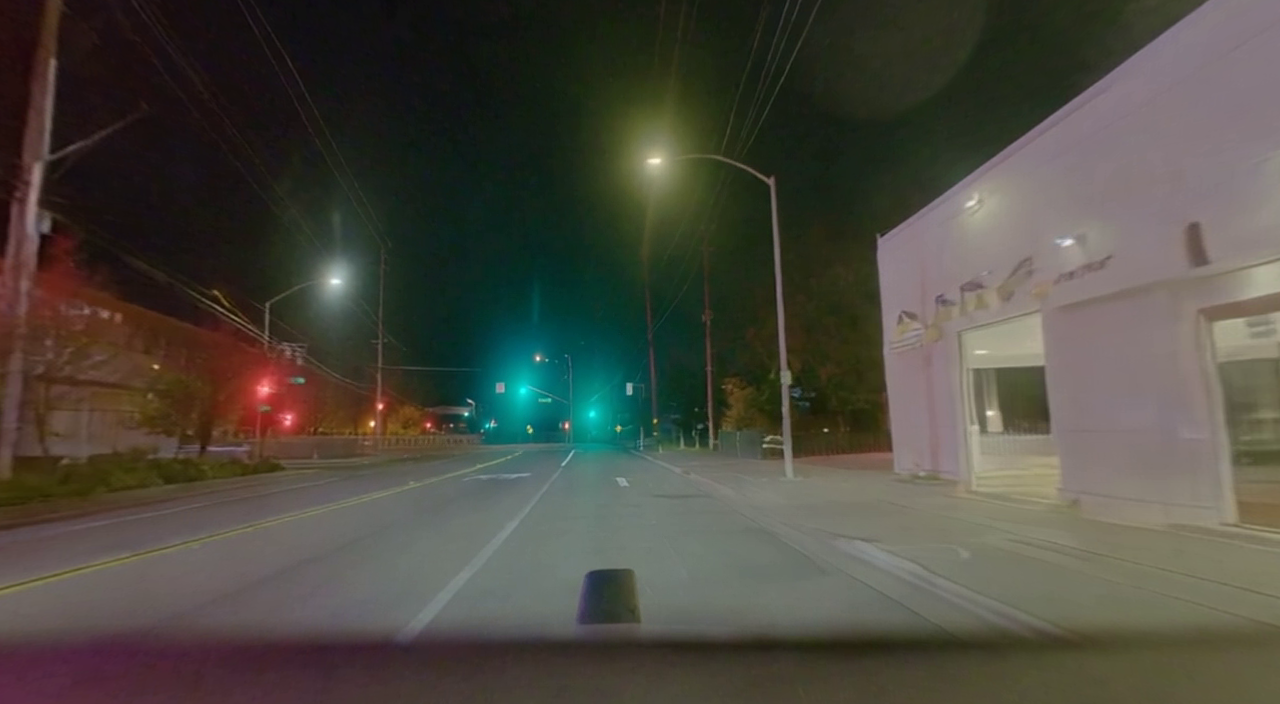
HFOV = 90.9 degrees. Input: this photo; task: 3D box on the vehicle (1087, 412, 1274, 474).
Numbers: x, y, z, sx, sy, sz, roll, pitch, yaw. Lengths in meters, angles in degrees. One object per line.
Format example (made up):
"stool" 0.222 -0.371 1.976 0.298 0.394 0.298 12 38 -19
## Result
"vehicle" 19.479 3.293 23.082 1.949 2.002 4.914 1 -8 -11
